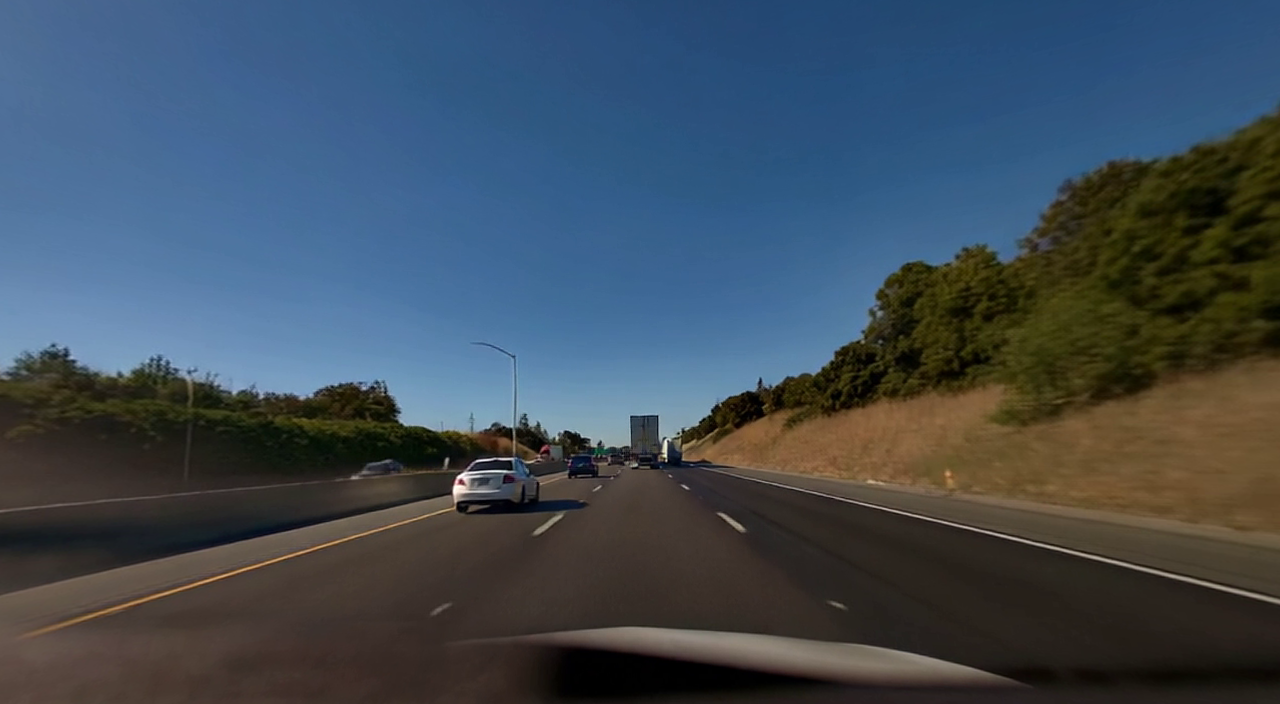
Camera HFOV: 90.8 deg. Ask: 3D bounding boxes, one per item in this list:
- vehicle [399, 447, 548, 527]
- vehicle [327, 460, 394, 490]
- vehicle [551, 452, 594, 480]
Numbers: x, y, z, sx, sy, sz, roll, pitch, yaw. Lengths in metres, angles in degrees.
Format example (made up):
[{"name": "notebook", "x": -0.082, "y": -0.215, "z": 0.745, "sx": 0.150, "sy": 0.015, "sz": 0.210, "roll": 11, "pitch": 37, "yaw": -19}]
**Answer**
[{"name": "vehicle", "x": -3.499, "y": 2.936, "z": 14.379, "sx": 2.053, "sy": 1.489, "sz": 4.740, "roll": 0, "pitch": -9, "yaw": 1}, {"name": "vehicle", "x": -15.489, "y": 6.806, "z": 35.187, "sx": 1.759, "sy": 1.453, "sz": 4.224, "roll": 0, "pitch": -9, "yaw": 0}, {"name": "vehicle", "x": -3.856, "y": 6.598, "z": 36.831, "sx": 2.051, "sy": 1.537, "sz": 4.111, "roll": 0, "pitch": -9, "yaw": 0}]
